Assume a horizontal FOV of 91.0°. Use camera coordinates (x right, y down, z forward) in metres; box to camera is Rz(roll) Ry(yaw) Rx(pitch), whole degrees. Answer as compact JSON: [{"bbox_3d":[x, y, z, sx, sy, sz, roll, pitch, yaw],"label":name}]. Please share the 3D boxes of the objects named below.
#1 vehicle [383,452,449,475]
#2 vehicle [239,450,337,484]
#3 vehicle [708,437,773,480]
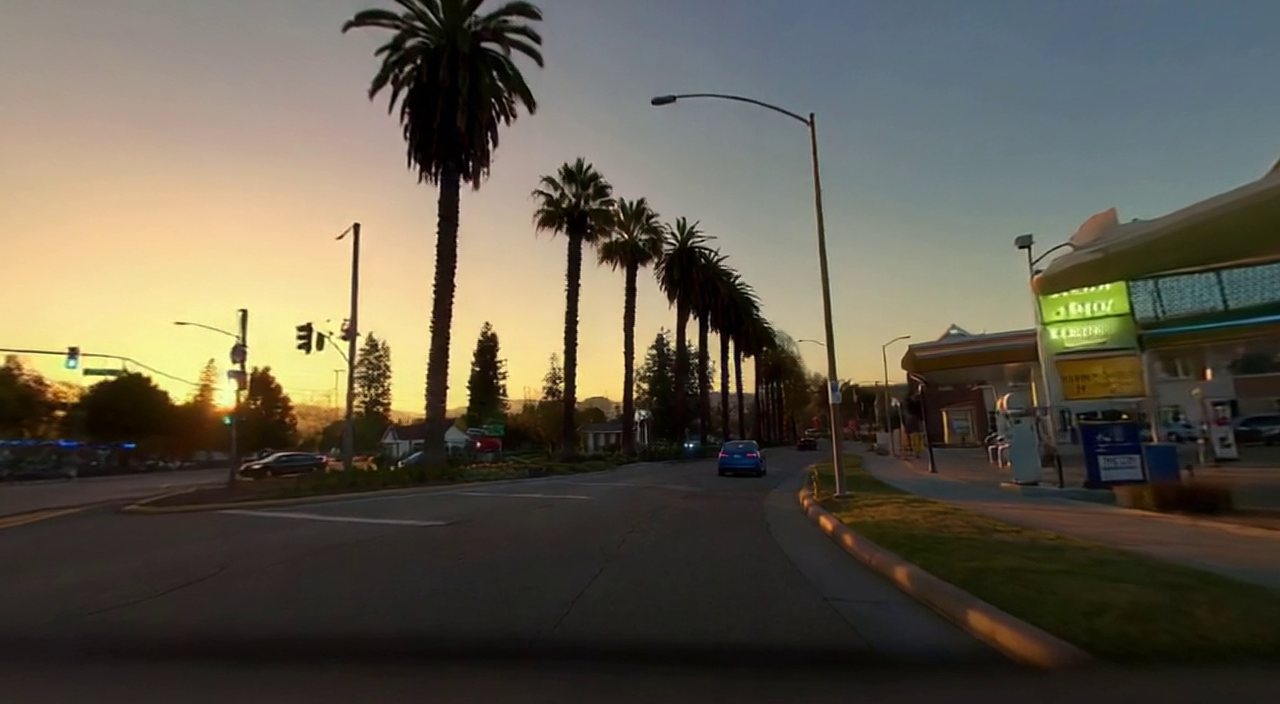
[{"bbox_3d":[-15.521,7.759,43.878,1.825,1.441,4.656,-3,-9,18],"label":"vehicle"},{"bbox_3d":[-18.731,6.091,33.702,1.884,1.651,4.330,-3,-9,18],"label":"vehicle"},{"bbox_3d":[4.015,4.094,24.495,2.050,1.509,4.148,-2,-9,15],"label":"vehicle"}]
